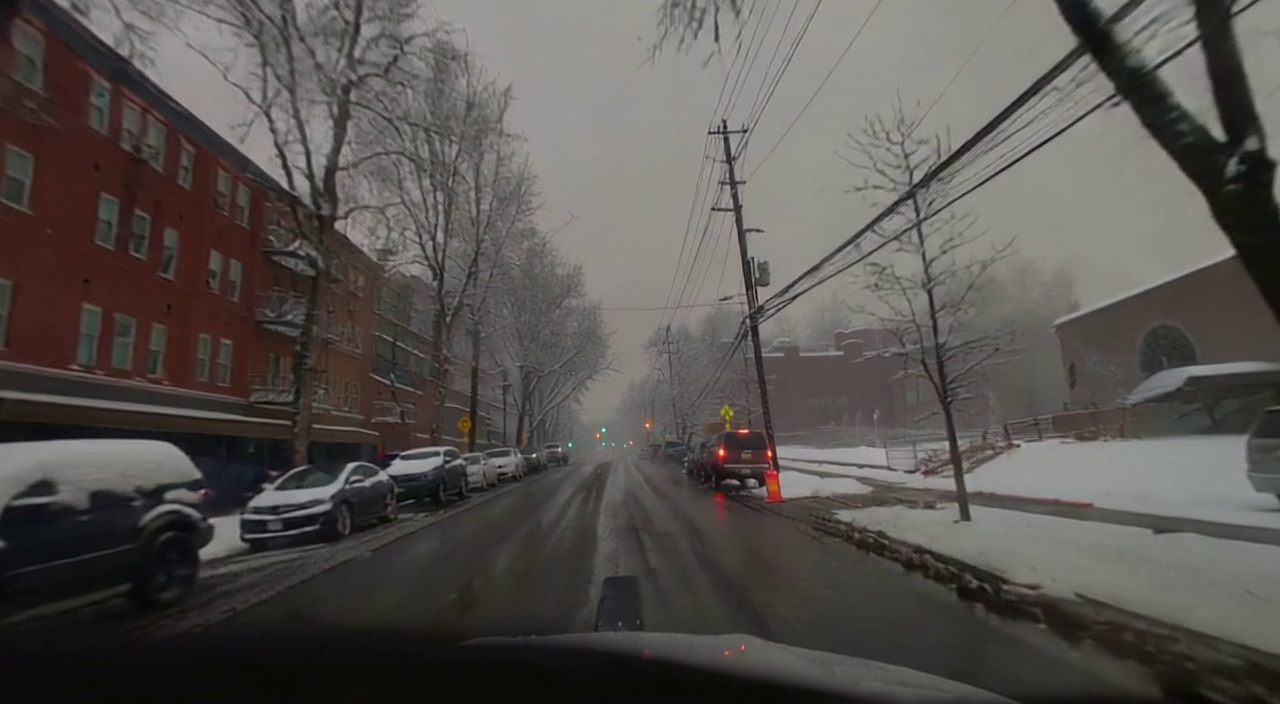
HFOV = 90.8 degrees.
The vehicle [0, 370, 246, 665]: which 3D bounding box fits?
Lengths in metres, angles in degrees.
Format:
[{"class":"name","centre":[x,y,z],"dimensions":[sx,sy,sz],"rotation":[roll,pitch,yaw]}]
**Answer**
[{"class":"vehicle","centre":[-5.757,1.377,5.649],"dimensions":[1.894,2.186,3.901],"rotation":[0,-8,-1]}]

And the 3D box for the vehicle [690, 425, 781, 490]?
[{"class":"vehicle","centre":[3.015,3.613,21.075],"dimensions":[1.994,1.857,4.393],"rotation":[1,-13,-5]}]

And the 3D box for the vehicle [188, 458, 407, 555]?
[{"class":"vehicle","centre":[-6.145,2.820,12.082],"dimensions":[1.967,1.483,4.347],"rotation":[1,-10,-4]}]

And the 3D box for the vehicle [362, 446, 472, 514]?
[{"class":"vehicle","centre":[-6.248,3.565,18.241],"dimensions":[1.996,1.695,4.127],"rotation":[1,-8,-5]}]
